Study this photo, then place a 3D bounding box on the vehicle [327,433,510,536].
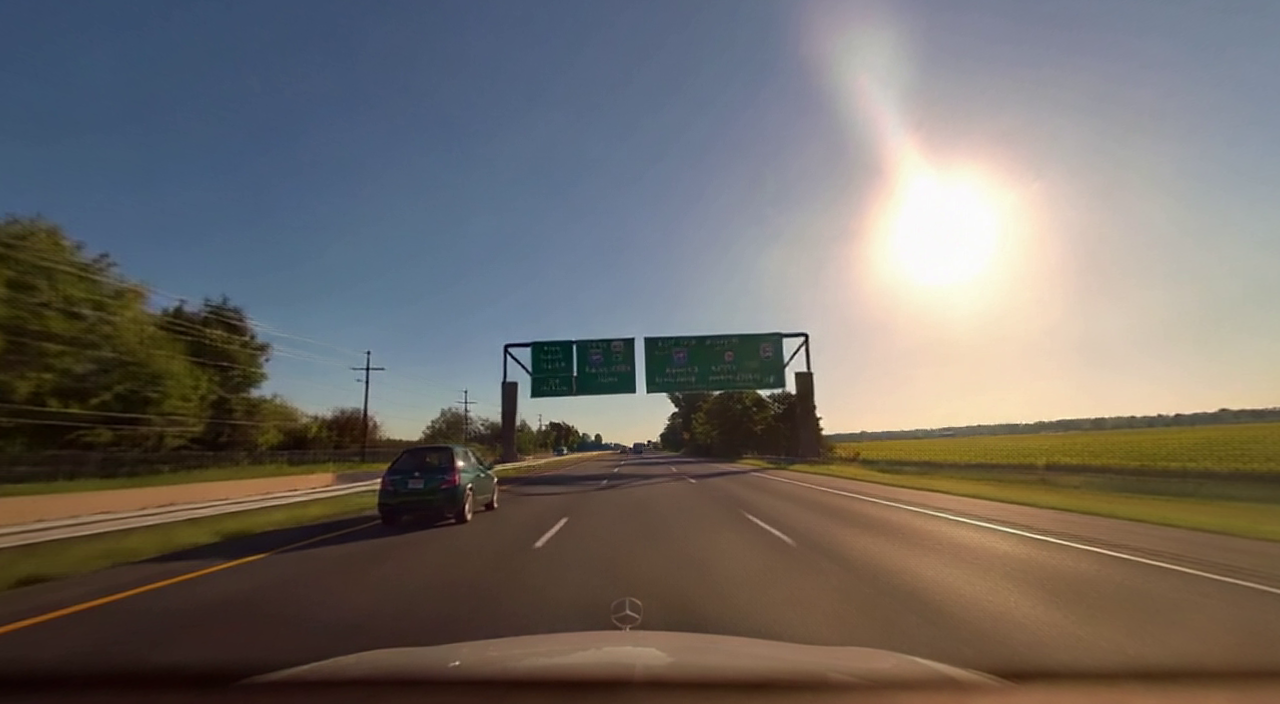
[{"bbox_3d":[-3.695,2.269,11.358,1.815,1.500,4.036,0,-9,0],"label":"vehicle"}]
